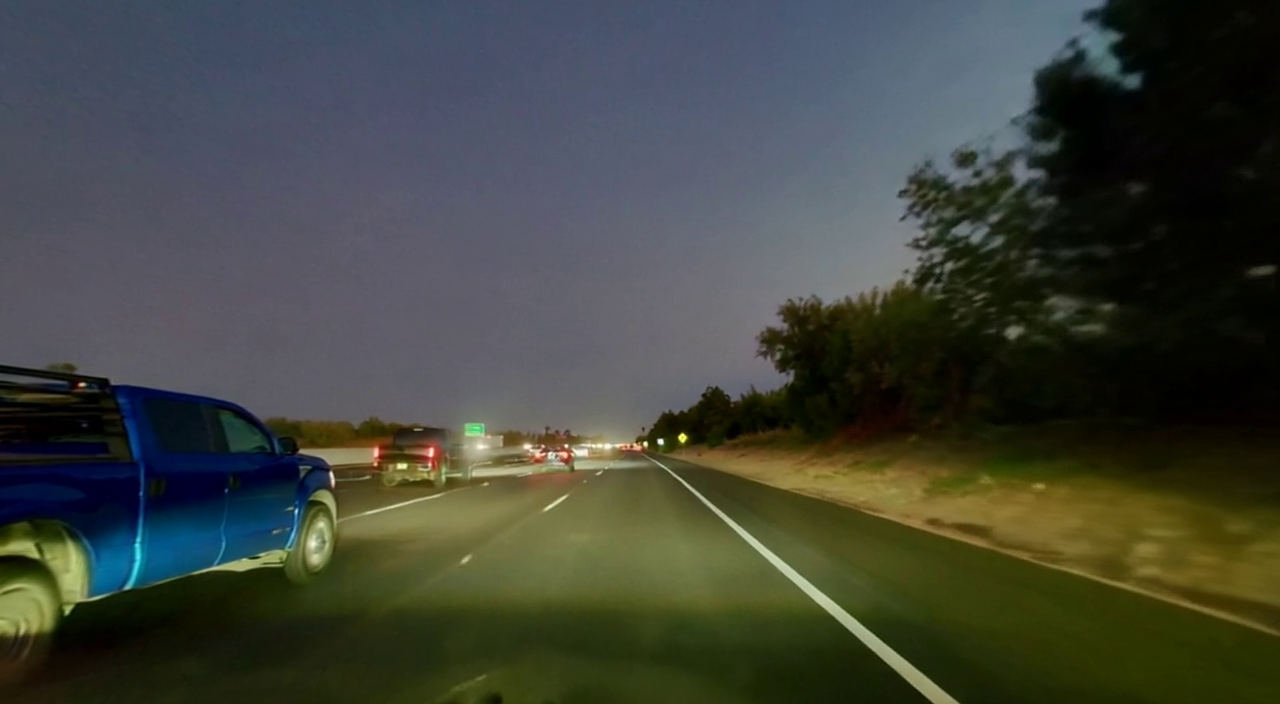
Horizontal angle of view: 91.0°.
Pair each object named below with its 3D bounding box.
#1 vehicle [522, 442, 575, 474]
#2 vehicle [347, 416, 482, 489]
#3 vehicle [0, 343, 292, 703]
[{"bbox_3d":[-4.628,5.452,32.506,2.012,1.509,4.359,0,-9,1],"label":"vehicle"},{"bbox_3d":[-7.795,3.590,22.658,2.594,2.254,6.028,0,-9,0],"label":"vehicle"},{"bbox_3d":[-4.081,0.835,2.700,2.200,1.807,5.041,0,-9,1],"label":"vehicle"}]
